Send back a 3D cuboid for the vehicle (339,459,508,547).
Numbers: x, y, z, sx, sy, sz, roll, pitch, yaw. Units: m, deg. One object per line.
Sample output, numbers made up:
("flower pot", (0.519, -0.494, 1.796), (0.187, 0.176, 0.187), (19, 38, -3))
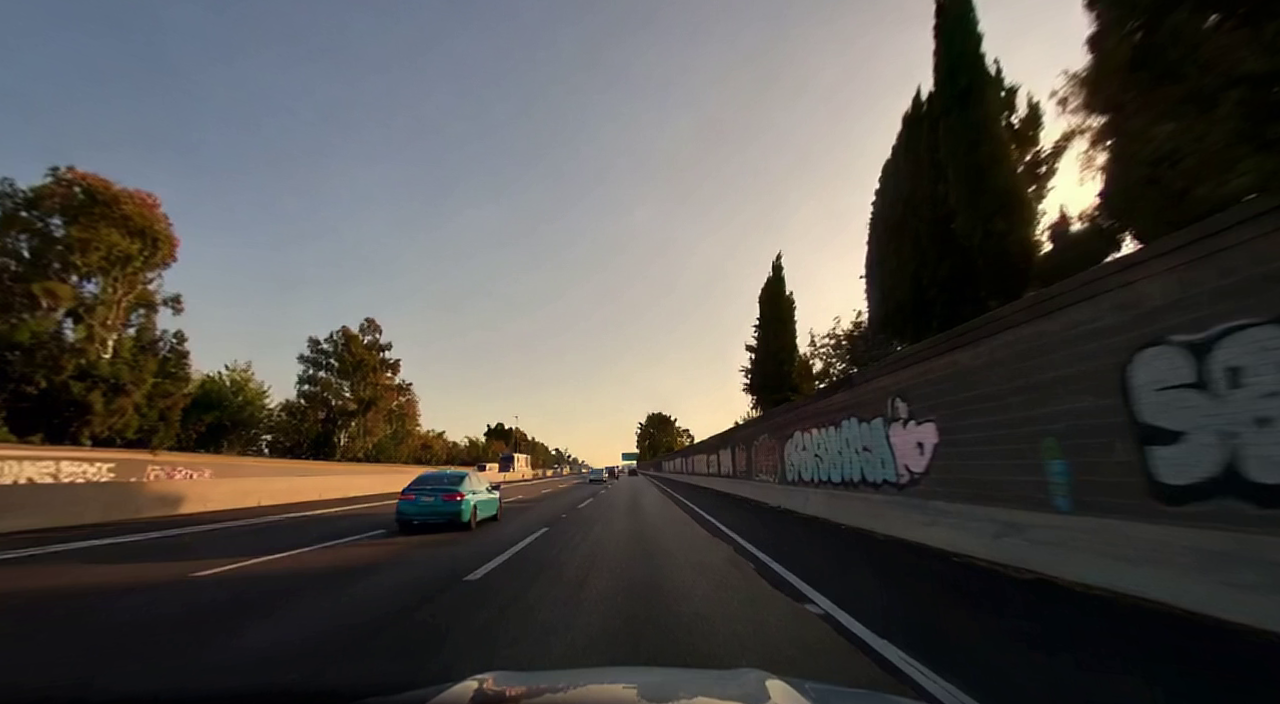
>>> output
("vehicle", (-4.033, 2.887, 12.520), (1.941, 1.437, 3.829), (1, -10, 1))
